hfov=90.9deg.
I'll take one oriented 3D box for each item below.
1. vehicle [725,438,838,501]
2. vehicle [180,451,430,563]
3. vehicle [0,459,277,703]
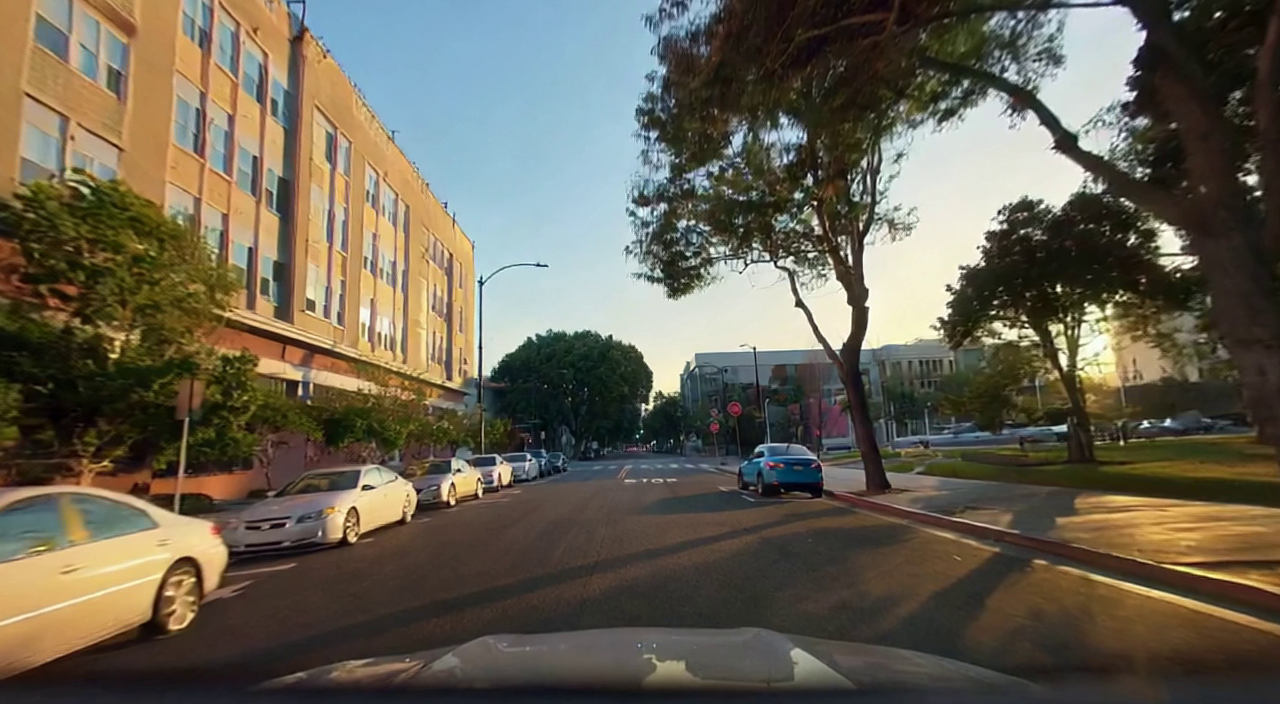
[{"bbox_3d":[3.844,3.260,17.937,1.978,1.554,4.192,0,-8,-4],"label":"vehicle"},{"bbox_3d":[-5.378,2.498,10.956,2.089,1.463,4.350,0,-8,-2],"label":"vehicle"},{"bbox_3d":[-4.953,1.569,4.627,1.931,1.435,4.440,0,-8,0],"label":"vehicle"}]
